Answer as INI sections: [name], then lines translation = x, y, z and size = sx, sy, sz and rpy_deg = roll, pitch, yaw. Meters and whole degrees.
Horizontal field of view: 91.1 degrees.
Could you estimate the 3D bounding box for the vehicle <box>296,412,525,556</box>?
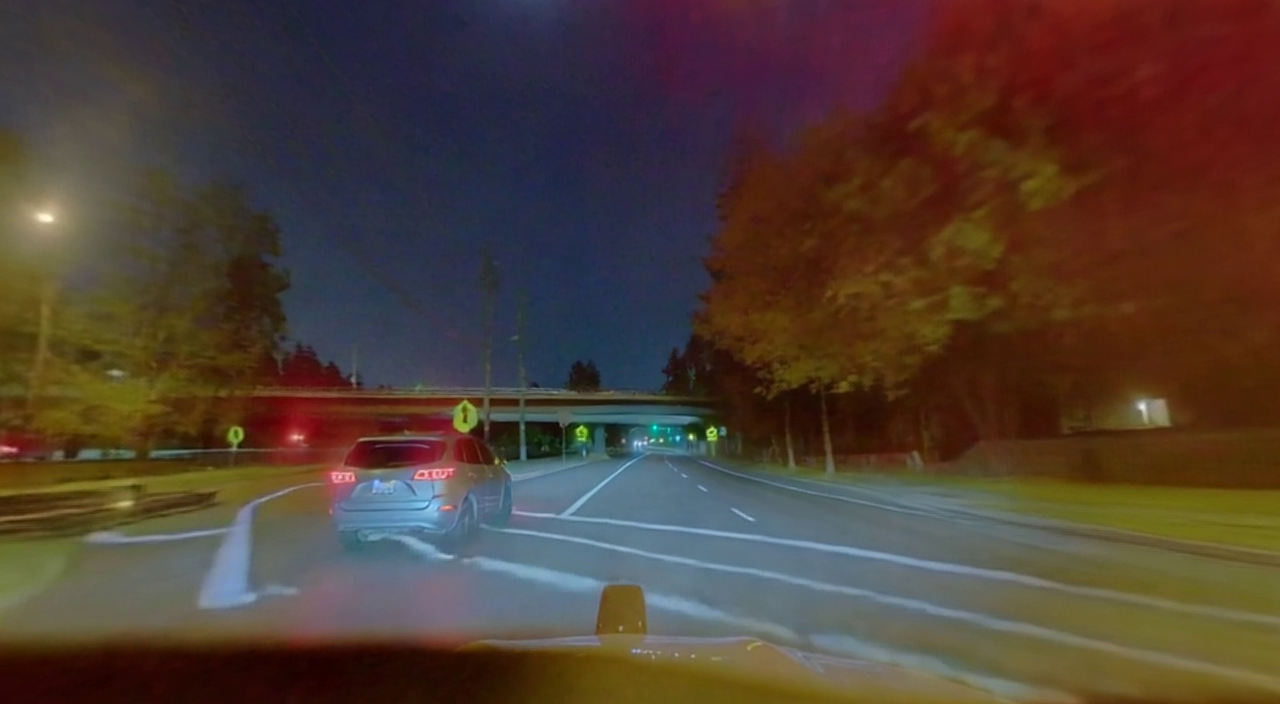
[vehicle]
translation = -3.158, 1.902, 9.772
size = 1.882, 1.704, 4.335
rpy_deg = 0, -8, 0
